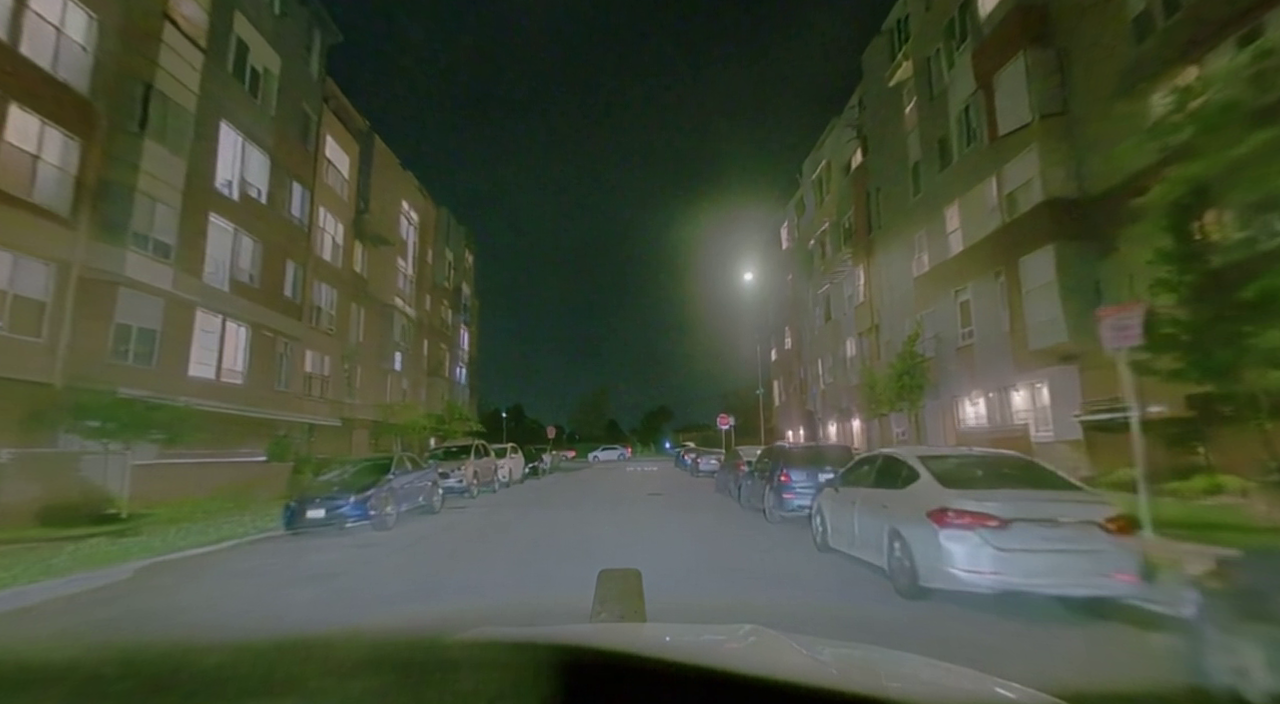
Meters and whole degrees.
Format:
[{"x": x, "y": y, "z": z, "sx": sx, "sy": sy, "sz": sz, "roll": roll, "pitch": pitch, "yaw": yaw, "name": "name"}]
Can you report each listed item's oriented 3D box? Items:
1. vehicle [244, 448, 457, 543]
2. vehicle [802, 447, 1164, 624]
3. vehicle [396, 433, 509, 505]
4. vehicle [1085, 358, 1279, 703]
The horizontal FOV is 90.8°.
[{"x": -5.441, "y": 2.724, "z": 12.826, "sx": 2.119, "sy": 1.500, "sz": 4.953, "roll": 0, "pitch": -8, "yaw": -2, "name": "vehicle"}, {"x": 3.341, "y": 1.814, "z": 7.297, "sx": 1.835, "sy": 1.420, "sz": 4.186, "roll": 0, "pitch": -9, "yaw": 0, "name": "vehicle"}, {"x": -5.619, "y": 3.558, "z": 19.661, "sx": 2.216, "sy": 1.953, "sz": 4.553, "roll": 0, "pitch": -8, "yaw": -2, "name": "vehicle"}, {"x": 3.647, "y": 0.714, "z": 1.321, "sx": 2.063, "sy": 1.729, "sz": 4.538, "roll": 0, "pitch": -9, "yaw": 0, "name": "vehicle"}]
